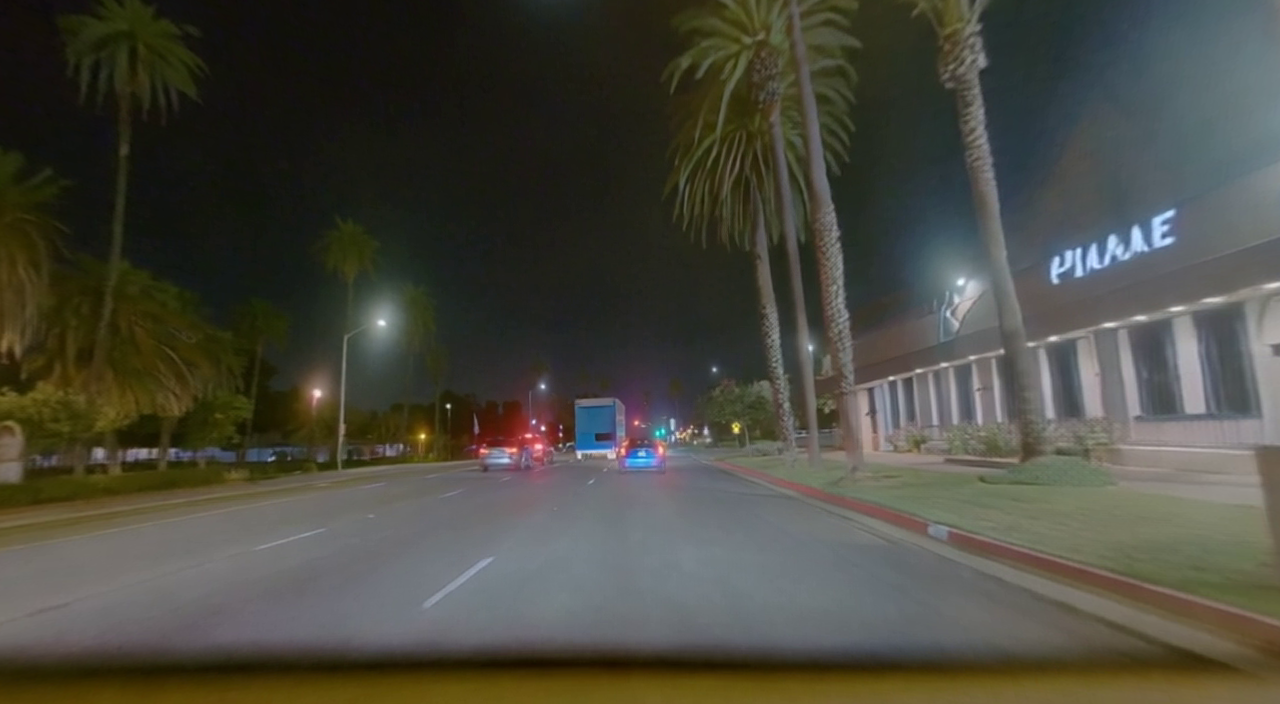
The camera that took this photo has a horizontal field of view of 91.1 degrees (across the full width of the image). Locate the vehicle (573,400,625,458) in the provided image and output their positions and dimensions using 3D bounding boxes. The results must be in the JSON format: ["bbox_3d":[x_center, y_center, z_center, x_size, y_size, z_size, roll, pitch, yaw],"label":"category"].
[{"bbox_3d":[-2.966,6.163,48.945,2.992,3.949,11.815,0,-9,1],"label":"vehicle"}]

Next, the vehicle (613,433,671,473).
[{"bbox_3d":[0.114,4.103,25.613,2.144,1.514,4.063,0,-9,1],"label":"vehicle"}]

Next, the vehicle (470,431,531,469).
[{"bbox_3d":[-7.060,5.023,32.246,2.014,1.830,4.281,0,-9,2],"label":"vehicle"}]
